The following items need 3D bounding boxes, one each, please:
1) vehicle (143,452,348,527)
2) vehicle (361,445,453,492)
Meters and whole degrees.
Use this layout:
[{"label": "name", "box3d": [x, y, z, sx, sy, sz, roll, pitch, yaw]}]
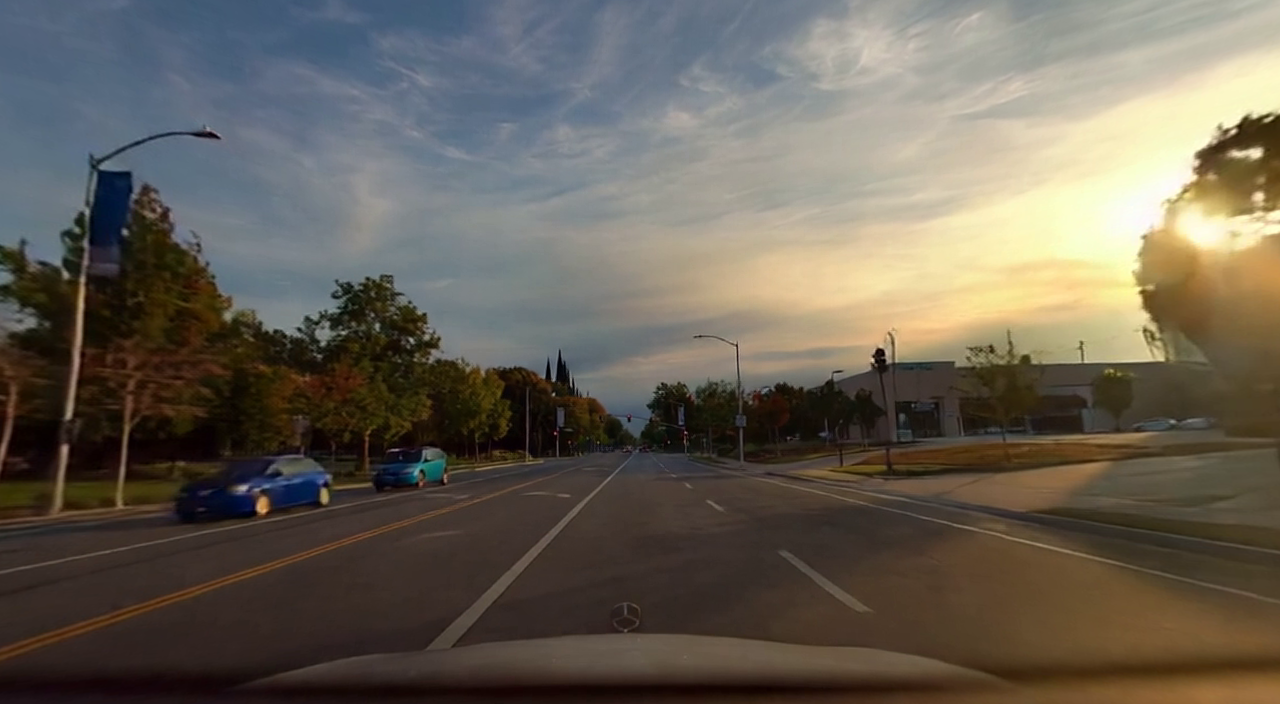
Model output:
[{"label": "vehicle", "box3d": [-8.942, 3.106, 14.927, 1.940, 1.452, 4.441, 0, -9, 1]}, {"label": "vehicle", "box3d": [-9.218, 4.624, 25.445, 2.066, 1.709, 4.509, 0, -9, -1]}]
